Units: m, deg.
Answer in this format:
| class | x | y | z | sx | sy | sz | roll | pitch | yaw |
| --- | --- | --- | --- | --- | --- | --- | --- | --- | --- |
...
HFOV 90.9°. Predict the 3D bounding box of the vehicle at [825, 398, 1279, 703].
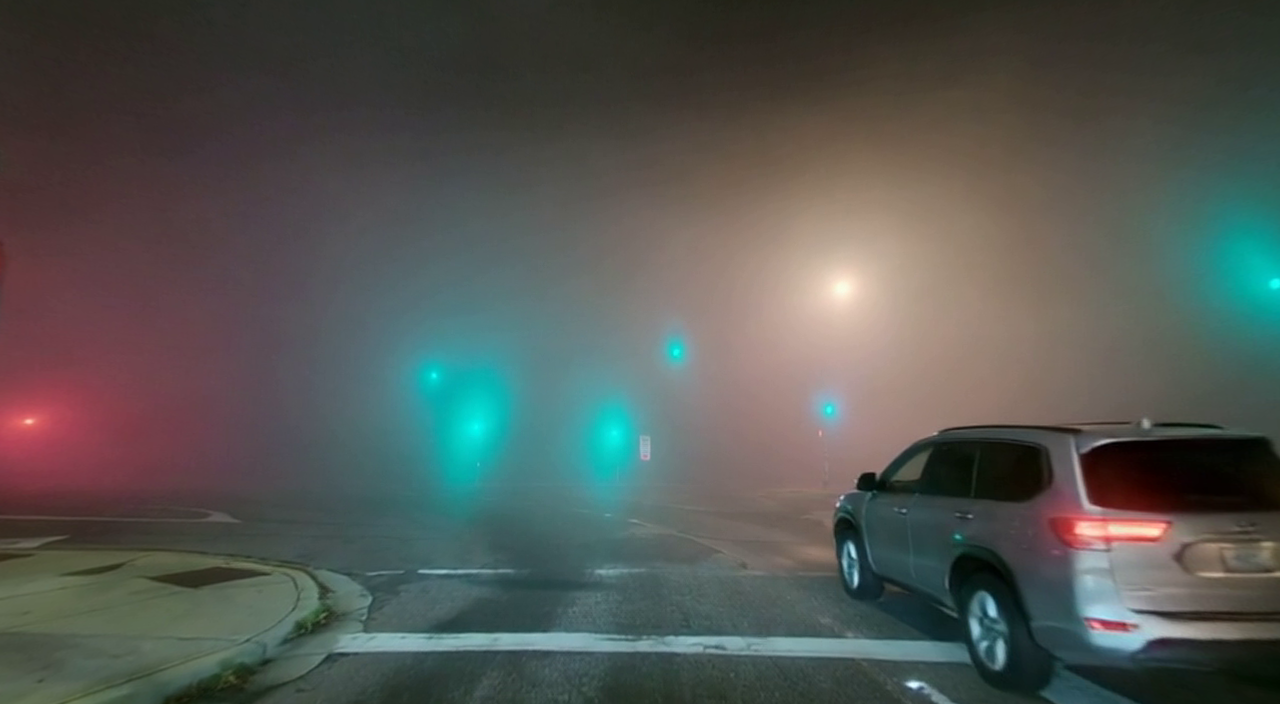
| class | x | y | z | sx | sy | sz | roll | pitch | yaw |
| --- | --- | --- | --- | --- | --- | --- | --- | --- | --- |
| vehicle | 3.138 | 1.349 | 5.070 | 1.938 | 1.648 | 4.211 | 0 | -8 | -1 |
